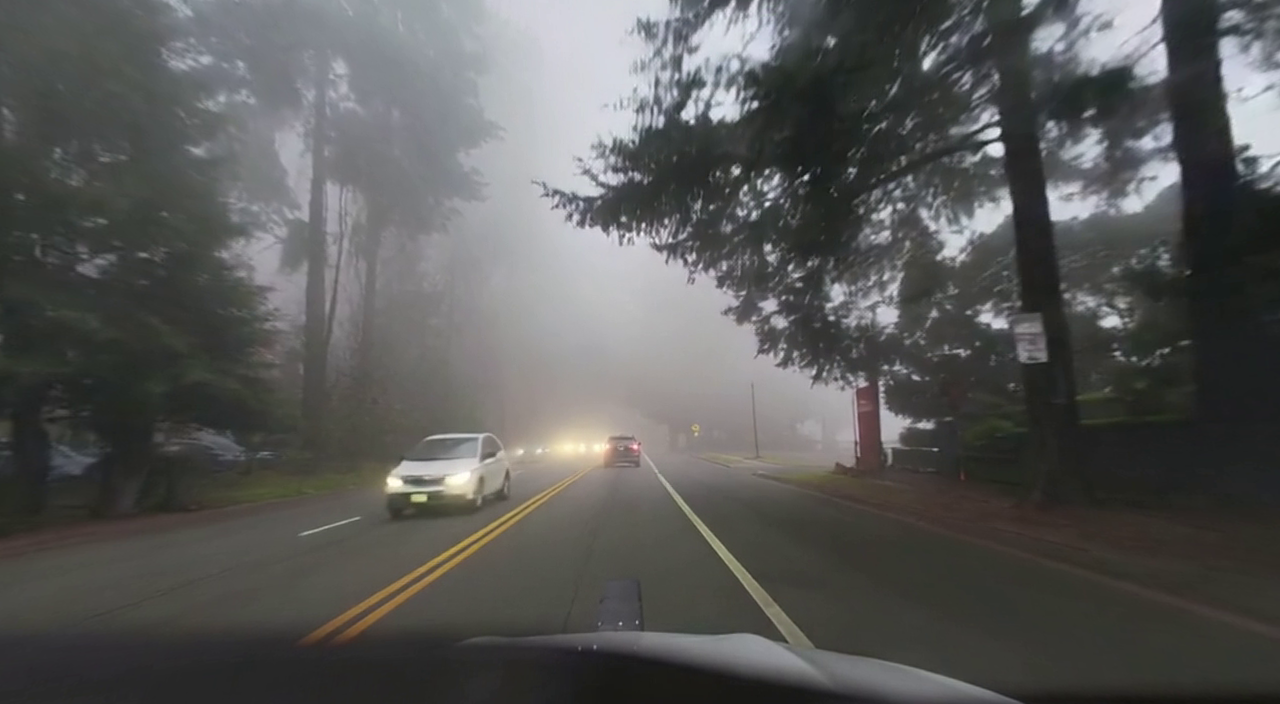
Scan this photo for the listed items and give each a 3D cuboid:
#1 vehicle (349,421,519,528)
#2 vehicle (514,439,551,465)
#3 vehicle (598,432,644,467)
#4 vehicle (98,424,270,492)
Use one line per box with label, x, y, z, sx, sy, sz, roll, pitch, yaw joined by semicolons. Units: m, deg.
vehicle;-3.921;2.405;12.980;2.037;1.724;4.512;-2;-8;-1
vehicle;-8.136;7.637;48.230;1.978;1.744;4.301;-4;-9;0
vehicle;-1.028;5.828;37.943;2.554;1.902;5.329;0;-8;0
vehicle;-15.956;3.737;22.643;2.385;2.081;5.237;0;-8;-3
